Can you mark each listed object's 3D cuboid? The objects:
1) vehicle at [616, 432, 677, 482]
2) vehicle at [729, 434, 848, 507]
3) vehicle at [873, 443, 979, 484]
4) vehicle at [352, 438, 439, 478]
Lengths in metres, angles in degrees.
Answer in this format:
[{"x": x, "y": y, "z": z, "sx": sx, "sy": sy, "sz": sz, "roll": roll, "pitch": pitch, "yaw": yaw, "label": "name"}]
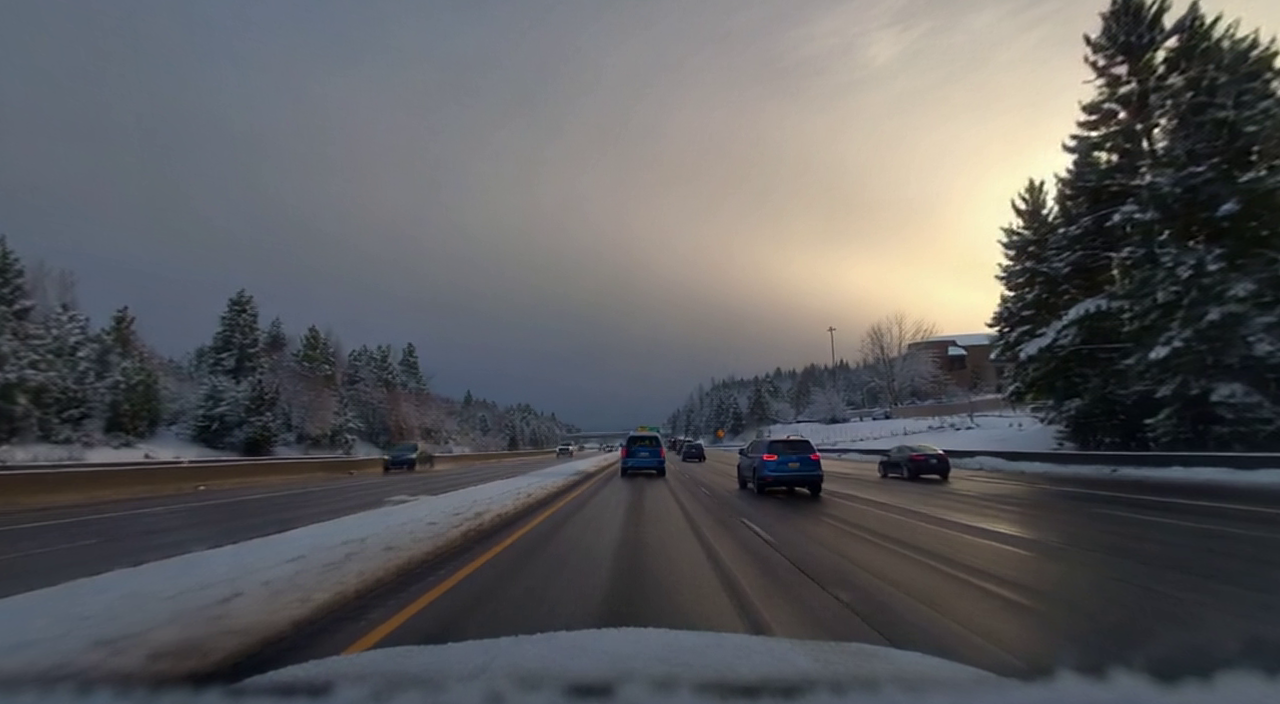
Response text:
[{"x": 0.263, "y": 4.265, "z": 25.842, "sx": 2.290, "sy": 1.862, "sz": 4.454, "roll": 0, "pitch": -8, "yaw": 0, "label": "vehicle"}, {"x": 3.584, "y": 2.935, "z": 16.085, "sx": 2.042, "sy": 1.592, "sz": 4.047, "roll": 0, "pitch": -8, "yaw": 0, "label": "vehicle"}, {"x": 10.990, "y": 4.294, "z": 24.638, "sx": 2.027, "sy": 1.446, "sz": 4.470, "roll": 0, "pitch": -8, "yaw": 0, "label": "vehicle"}, {"x": -14.204, "y": 6.207, "z": 37.223, "sx": 2.631, "sy": 2.140, "sz": 6.216, "roll": 0, "pitch": -8, "yaw": 0, "label": "vehicle"}]
